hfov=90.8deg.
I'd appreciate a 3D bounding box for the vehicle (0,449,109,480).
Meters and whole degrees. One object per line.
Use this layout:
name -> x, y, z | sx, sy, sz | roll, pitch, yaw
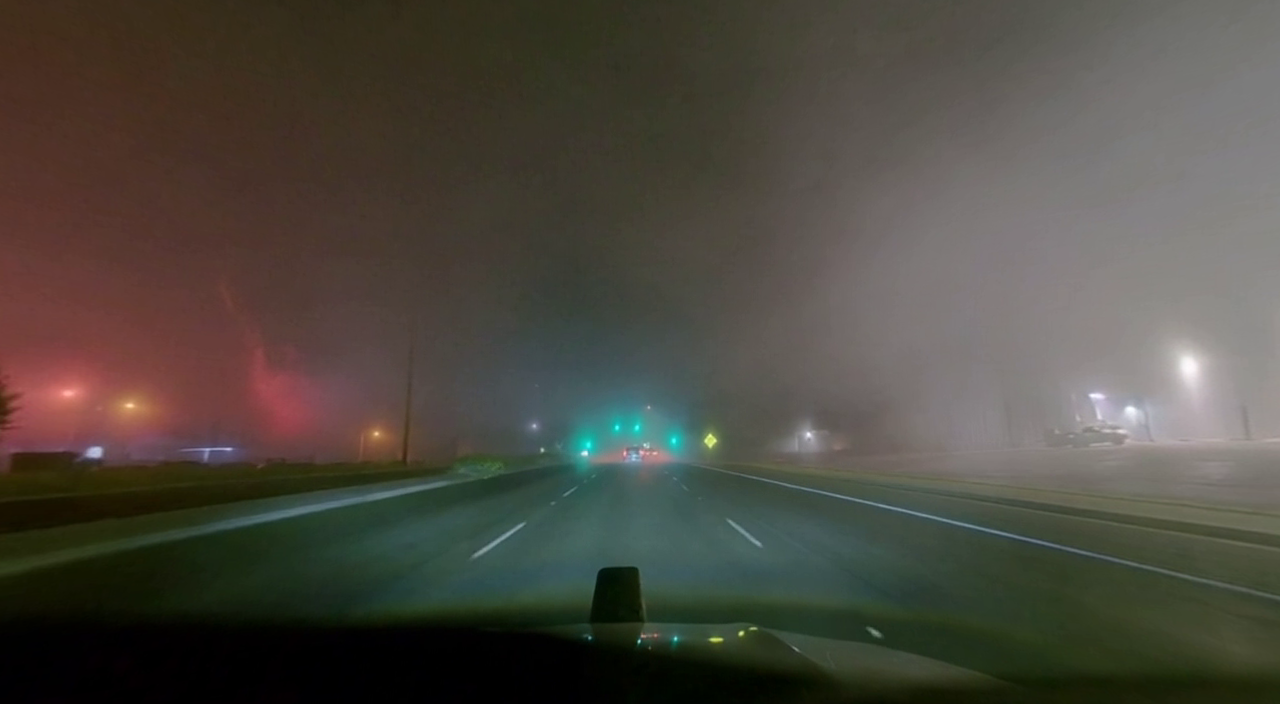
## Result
vehicle -> -45.169, 8.493, 47.966 | 6.764, 2.228, 2.967 | 1, -9, -3
